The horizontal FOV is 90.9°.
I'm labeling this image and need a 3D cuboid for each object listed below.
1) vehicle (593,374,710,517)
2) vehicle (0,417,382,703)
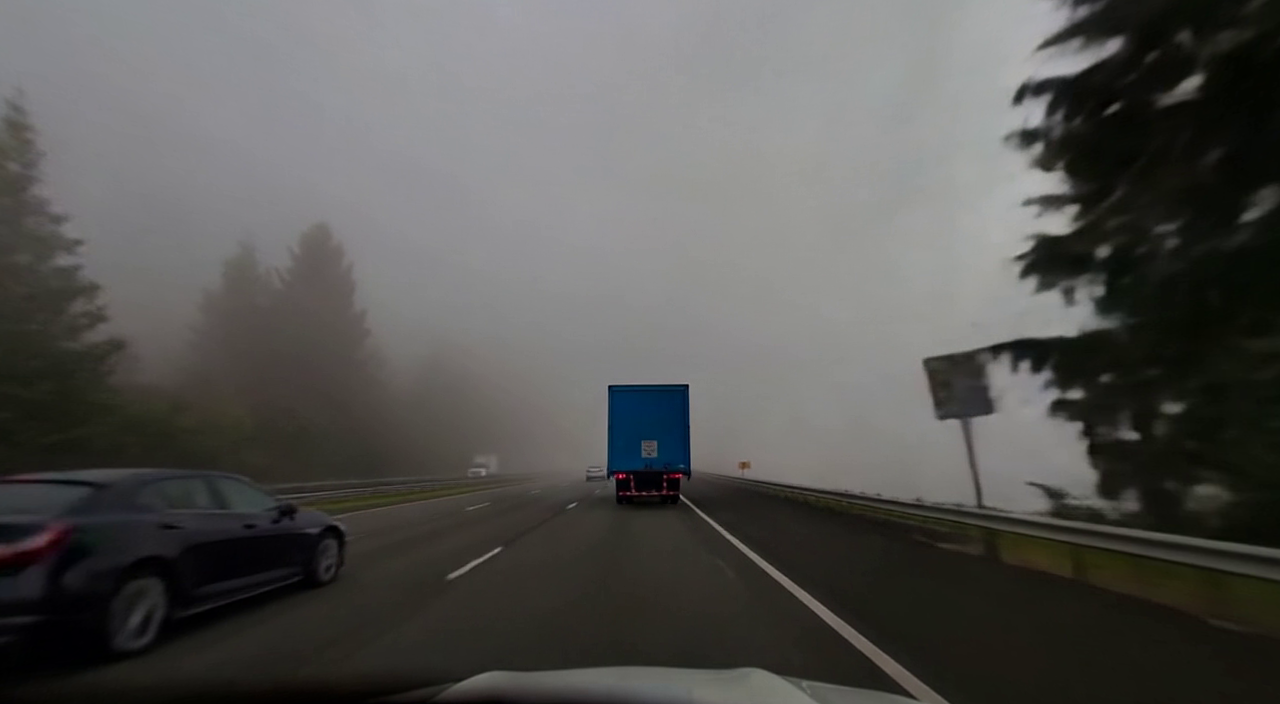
[{"bbox_3d":[0.245,3.290,21.210,3.008,3.678,9.512,1,-10,-1],"label":"vehicle"},{"bbox_3d":[-4.097,1.411,4.887,2.079,1.506,4.821,1,-10,1],"label":"vehicle"}]
